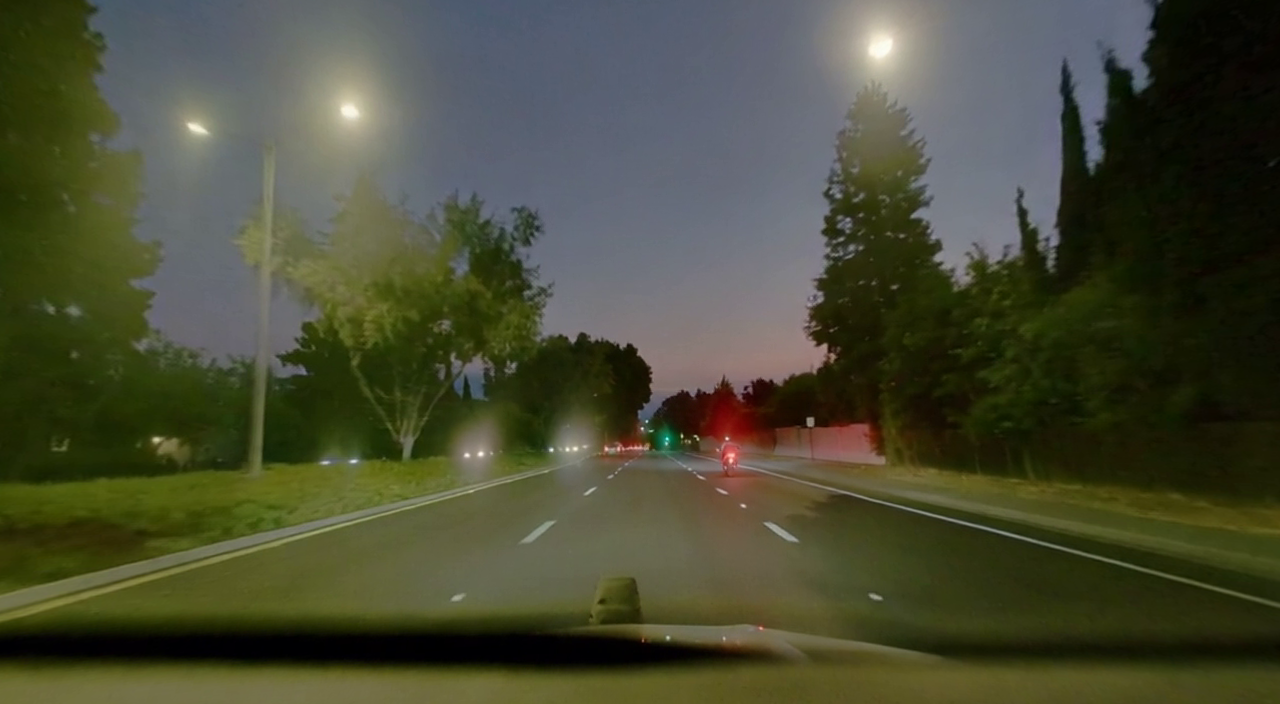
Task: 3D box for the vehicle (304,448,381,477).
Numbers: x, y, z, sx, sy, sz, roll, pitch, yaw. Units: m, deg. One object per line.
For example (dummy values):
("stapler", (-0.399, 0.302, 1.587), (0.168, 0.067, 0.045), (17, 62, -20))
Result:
("vehicle", (-16.684, 6.209, 35.643), (1.963, 1.480, 4.659), (-1, -8, 1))
